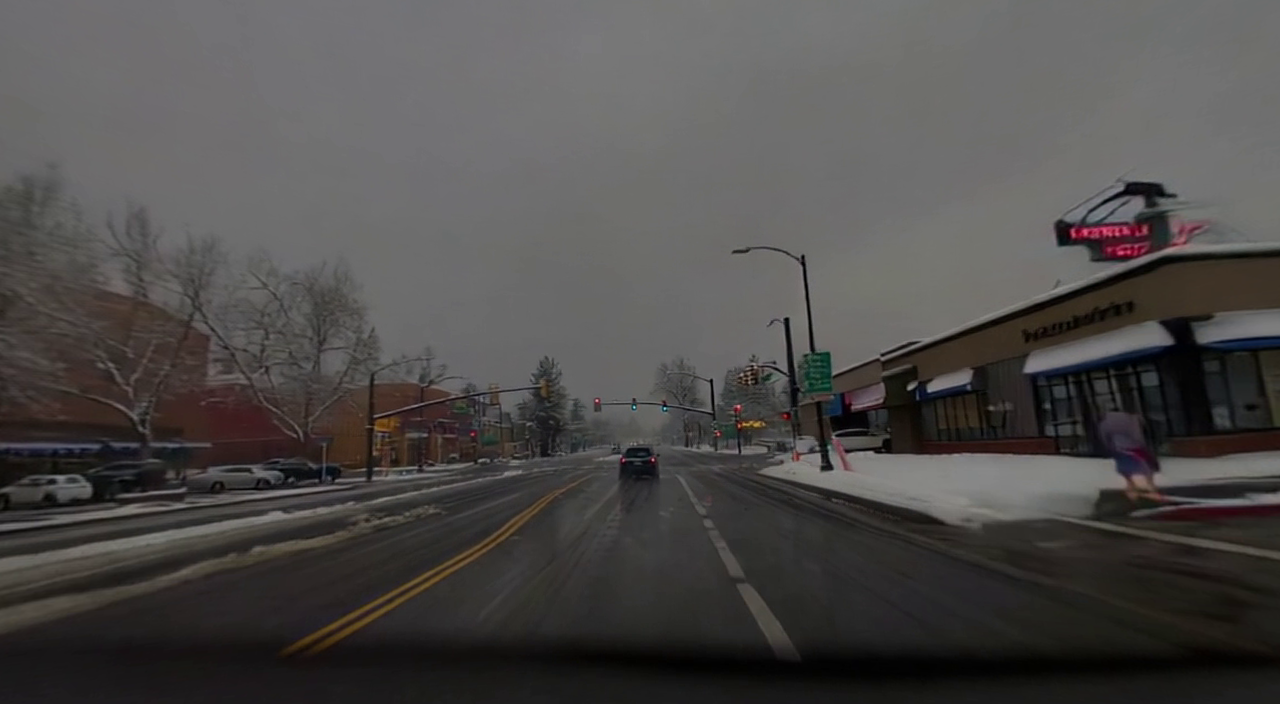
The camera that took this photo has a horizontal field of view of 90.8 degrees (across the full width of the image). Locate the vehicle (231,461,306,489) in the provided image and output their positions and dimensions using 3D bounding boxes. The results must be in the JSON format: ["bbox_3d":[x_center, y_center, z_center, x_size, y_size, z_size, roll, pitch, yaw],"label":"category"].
[{"bbox_3d":[-25.310,8.375,43.129,4.256,1.697,1.817,5,-10,-31],"label":"vehicle"}]

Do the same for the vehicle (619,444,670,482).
[{"bbox_3d":[0.247,4.556,26.305,1.977,1.451,4.032,0,-9,2],"label":"vehicle"}]

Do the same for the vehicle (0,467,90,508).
[{"bbox_3d":[-29.943,6.628,30.975,4.261,1.756,1.915,7,-11,-38],"label":"vehicle"}]

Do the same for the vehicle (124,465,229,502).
[{"bbox_3d":[-24.631,6.974,33.761,4.310,1.663,1.881,6,-10,-34],"label":"vehicle"}]

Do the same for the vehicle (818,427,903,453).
[{"bbox_3d":[13.572,5.422,39.049,4.466,1.553,2.060,1,-7,-1],"label":"vehicle"}]
